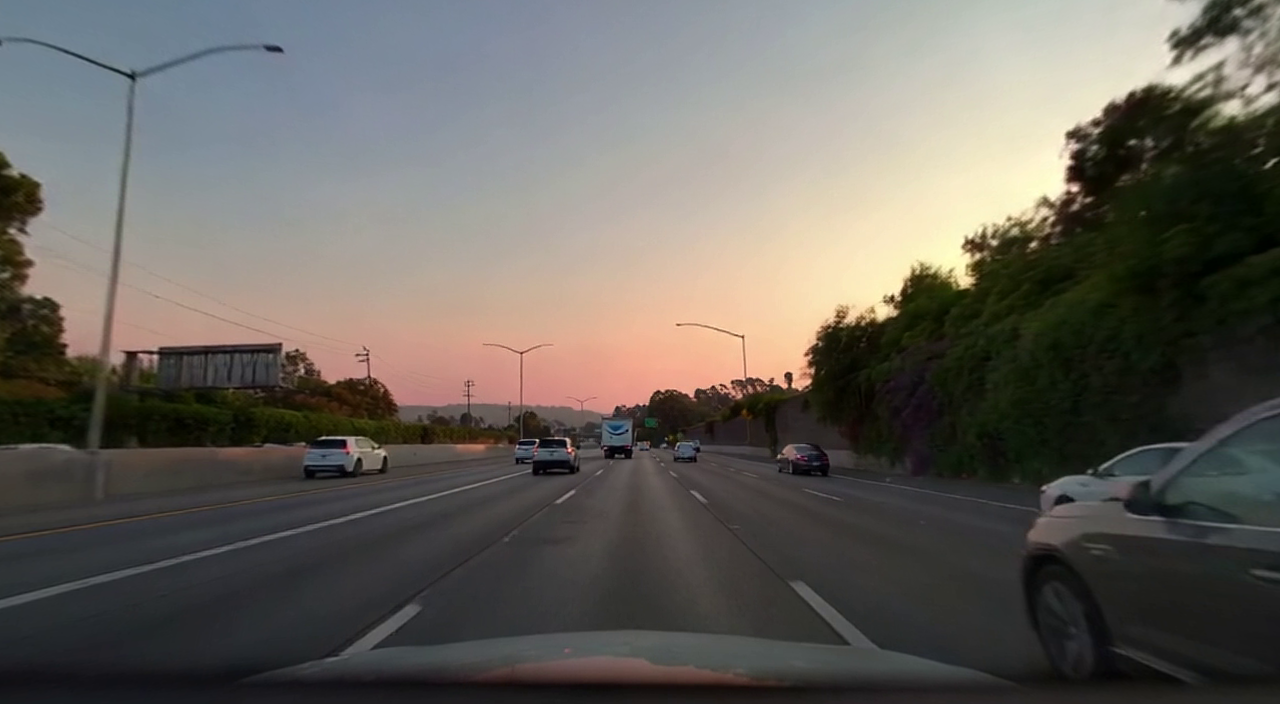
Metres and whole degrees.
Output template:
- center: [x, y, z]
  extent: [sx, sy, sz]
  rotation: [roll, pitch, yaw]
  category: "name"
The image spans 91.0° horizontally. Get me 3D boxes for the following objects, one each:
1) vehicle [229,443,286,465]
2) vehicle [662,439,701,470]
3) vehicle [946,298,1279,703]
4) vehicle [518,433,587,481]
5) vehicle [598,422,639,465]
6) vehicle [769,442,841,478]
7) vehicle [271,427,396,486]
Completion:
- center: [-28.566, 7.633, 47.171]
  extent: [1.709, 1.502, 3.856]
  rotation: [0, -9, 1]
  category: "vehicle"
- center: [2.326, 5.878, 36.236]
  extent: [2.067, 1.654, 3.985]
  rotation: [0, -9, 1]
  category: "vehicle"
- center: [3.069, 0.624, 1.320]
  extent: [2.179, 1.739, 5.331]
  rotation: [0, -9, 0]
  category: "vehicle"
- center: [-3.322, 4.085, 24.787]
  extent: [2.095, 1.688, 4.188]
  rotation: [0, -9, 0]
  category: "vehicle"
- center: [-1.393, 6.353, 43.555]
  extent: [2.456, 2.705, 6.251]
  rotation: [0, -9, 2]
  category: "vehicle"
- center: [7.384, 4.867, 28.689]
  extent: [1.970, 1.499, 4.491]
  rotation: [1, -9, -1]
  category: "vehicle"
- center: [-10.117, 3.494, 21.240]
  extent: [2.023, 1.739, 4.229]
  rotation: [0, -9, 1]
  category: "vehicle"
